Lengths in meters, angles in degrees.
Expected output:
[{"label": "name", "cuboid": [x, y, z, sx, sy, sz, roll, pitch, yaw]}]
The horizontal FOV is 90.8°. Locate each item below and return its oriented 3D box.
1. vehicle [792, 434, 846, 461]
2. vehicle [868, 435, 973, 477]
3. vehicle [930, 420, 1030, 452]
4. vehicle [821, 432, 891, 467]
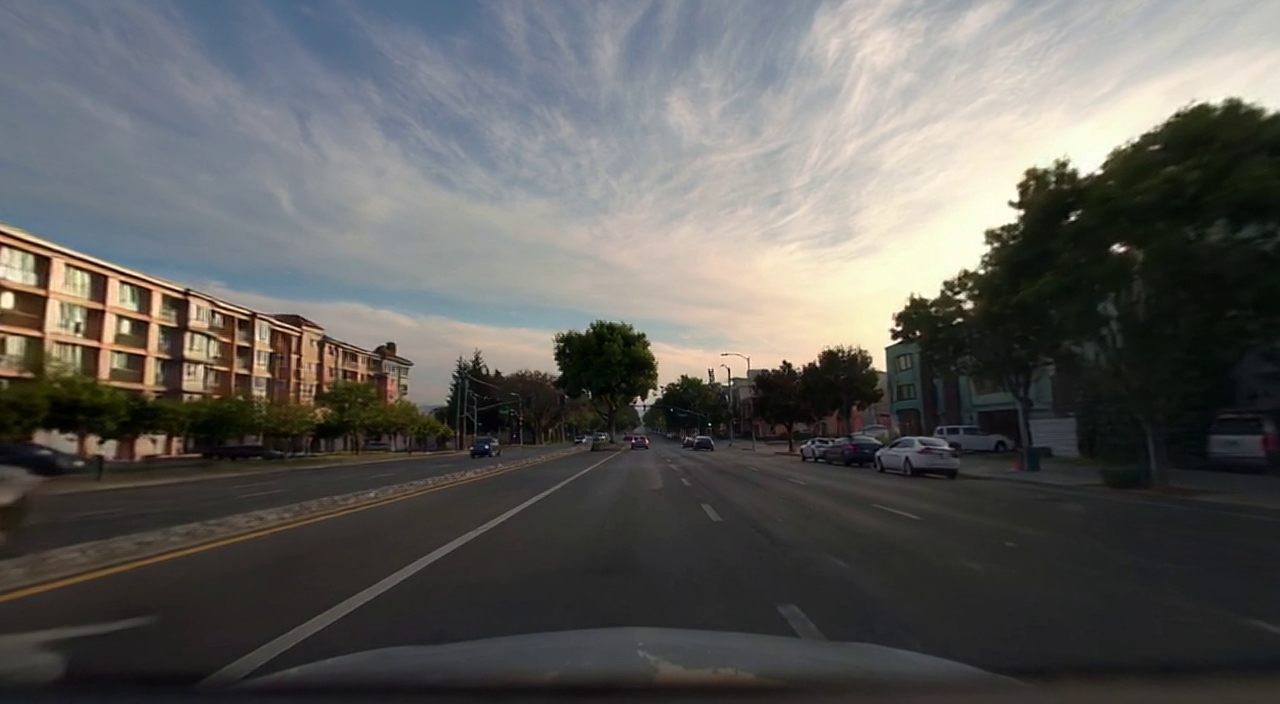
[{"label": "vehicle", "cuboid": [10.428, 5.605, 37.051, 1.948, 1.489, 4.276, 0, -8, 1]}, {"label": "vehicle", "cuboid": [10.362, 3.873, 23.758, 1.861, 1.446, 4.413, 0, -8, -1]}, {"label": "vehicle", "cuboid": [21.213, 5.252, 39.564, 5.047, 1.904, 2.012, 0, -8, 1]}, {"label": "vehicle", "cuboid": [10.601, 4.810, 31.276, 1.905, 1.597, 4.040, 0, -8, -2]}]
